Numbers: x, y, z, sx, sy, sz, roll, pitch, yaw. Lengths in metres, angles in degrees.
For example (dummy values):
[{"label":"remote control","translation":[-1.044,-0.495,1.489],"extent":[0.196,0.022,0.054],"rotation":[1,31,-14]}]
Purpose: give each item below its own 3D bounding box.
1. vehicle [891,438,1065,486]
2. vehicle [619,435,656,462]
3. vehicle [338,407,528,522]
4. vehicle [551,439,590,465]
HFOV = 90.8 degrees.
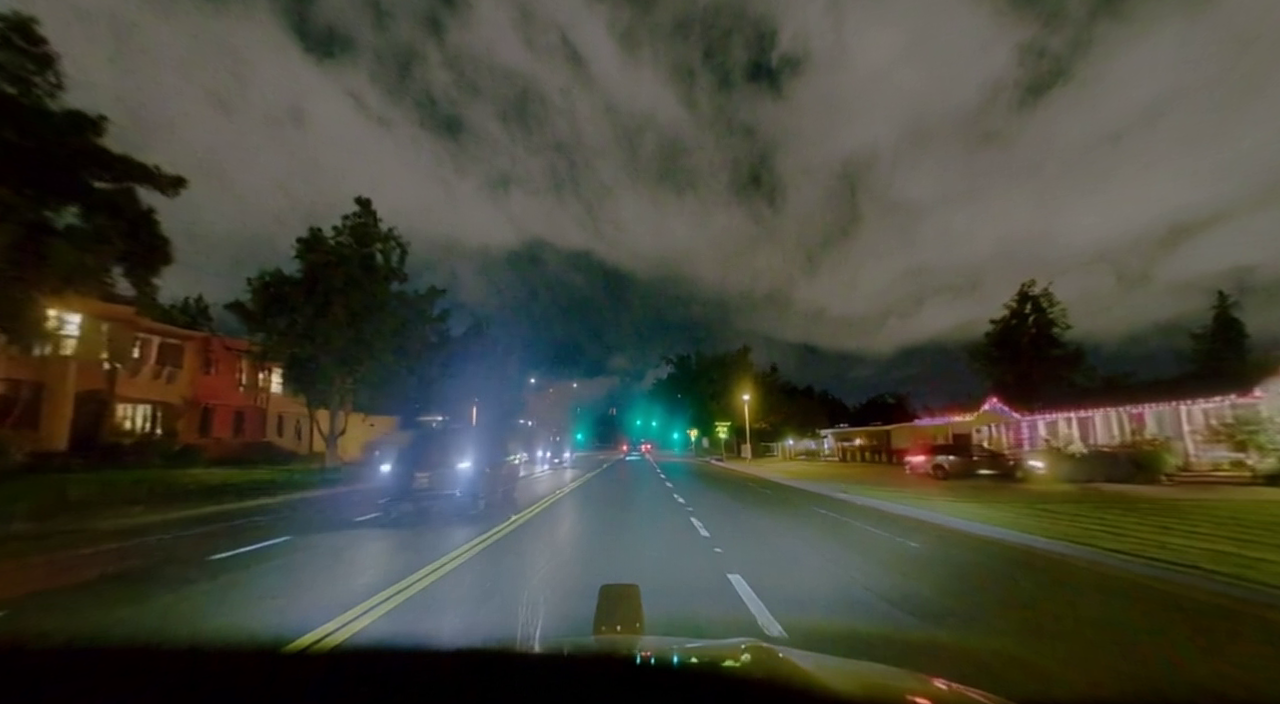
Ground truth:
[{"label":"vehicle","translation":[11.052,3.606,20.900],"extent":[4.697,1.462,1.881],"rotation":[0,-8,-2]},{"label":"vehicle","translation":[-0.121,7.255,47.585],"extent":[2.554,1.902,5.329],"rotation":[0,-9,2]},{"label":"vehicle","translation":[-4.162,2.405,13.982],"extent":[2.429,1.953,5.345],"rotation":[-2,-9,0]},{"label":"vehicle","translation":[-4.565,6.636,42.024],"extent":[2.105,1.663,4.523],"rotation":[0,-9,-1]}]
